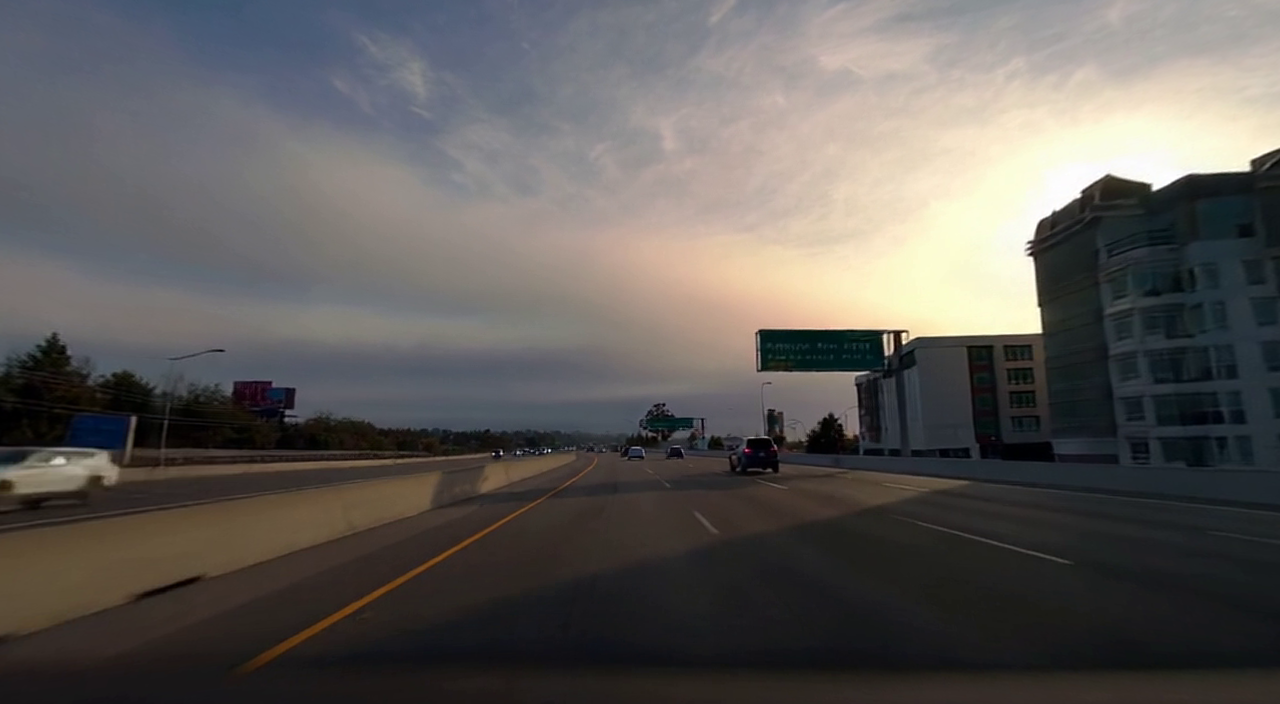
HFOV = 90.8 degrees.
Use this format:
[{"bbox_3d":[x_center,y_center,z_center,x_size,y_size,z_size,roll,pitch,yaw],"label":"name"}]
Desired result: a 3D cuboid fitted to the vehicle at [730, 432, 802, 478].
[{"bbox_3d":[5.775,4.803,29.762,2.181,1.952,4.973,0,-9,-2],"label":"vehicle"}]
